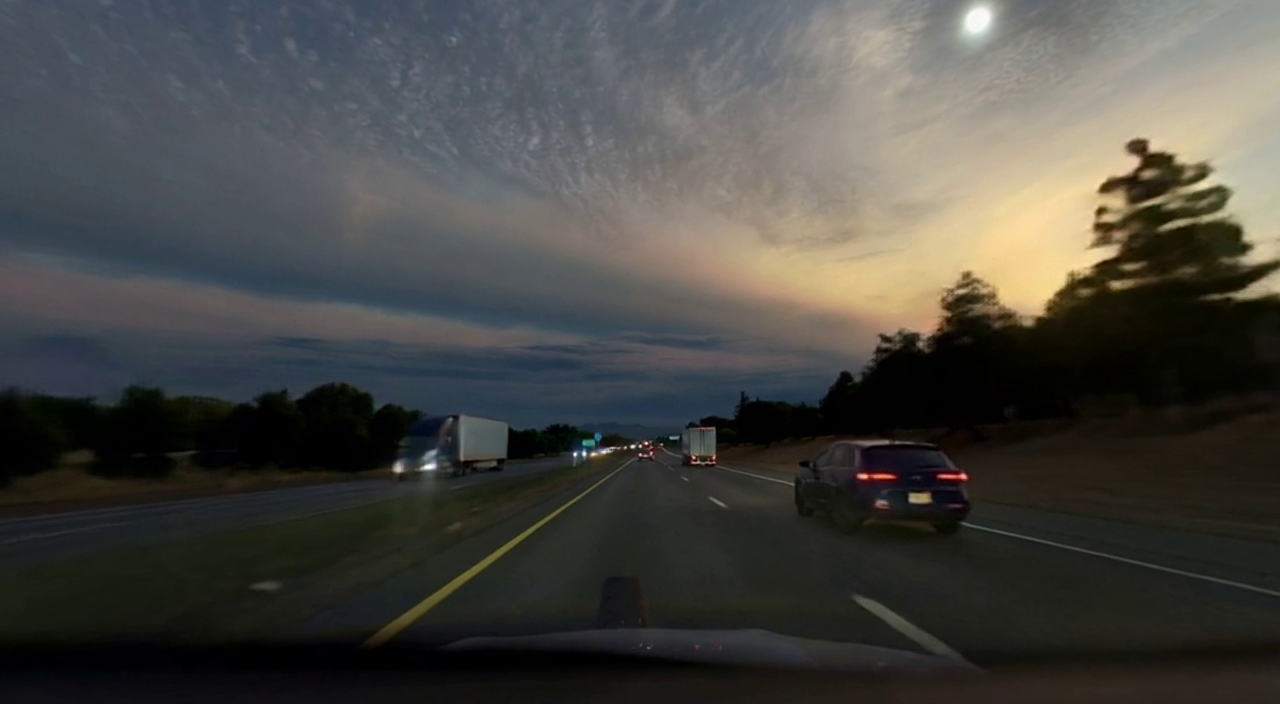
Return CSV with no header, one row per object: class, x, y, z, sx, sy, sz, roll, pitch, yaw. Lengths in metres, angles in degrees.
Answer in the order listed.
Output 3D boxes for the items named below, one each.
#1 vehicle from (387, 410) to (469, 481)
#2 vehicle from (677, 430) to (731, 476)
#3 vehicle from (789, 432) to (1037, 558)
vehicle,-12.950,5.825,39.117,2.915,4.016,5.822,0,-9,1
vehicle,3.698,5.972,37.476,2.423,2.517,5.055,0,-9,-3
vehicle,3.851,2.077,9.799,2.043,1.542,3.881,0,-9,-1
